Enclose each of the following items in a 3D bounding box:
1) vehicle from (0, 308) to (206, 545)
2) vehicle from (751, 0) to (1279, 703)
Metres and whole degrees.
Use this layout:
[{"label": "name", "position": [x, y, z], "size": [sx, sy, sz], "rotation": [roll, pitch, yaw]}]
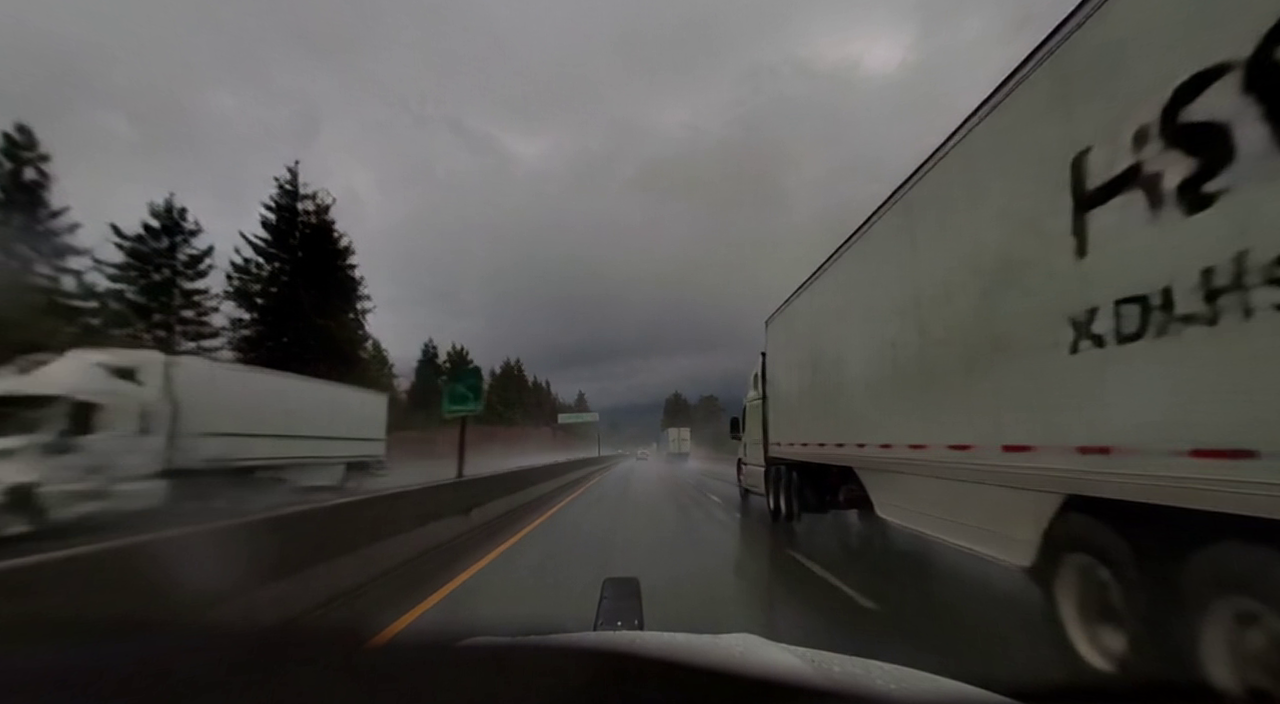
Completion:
[{"label": "vehicle", "position": [-12.349, 1.562, 12.526], "size": [3.006, 3.972, 5.785], "rotation": [0, -9, 0]}, {"label": "vehicle", "position": [4.115, 0.383, 7.065], "size": [2.926, 4.060, 14.068], "rotation": [0, -9, -1]}]
